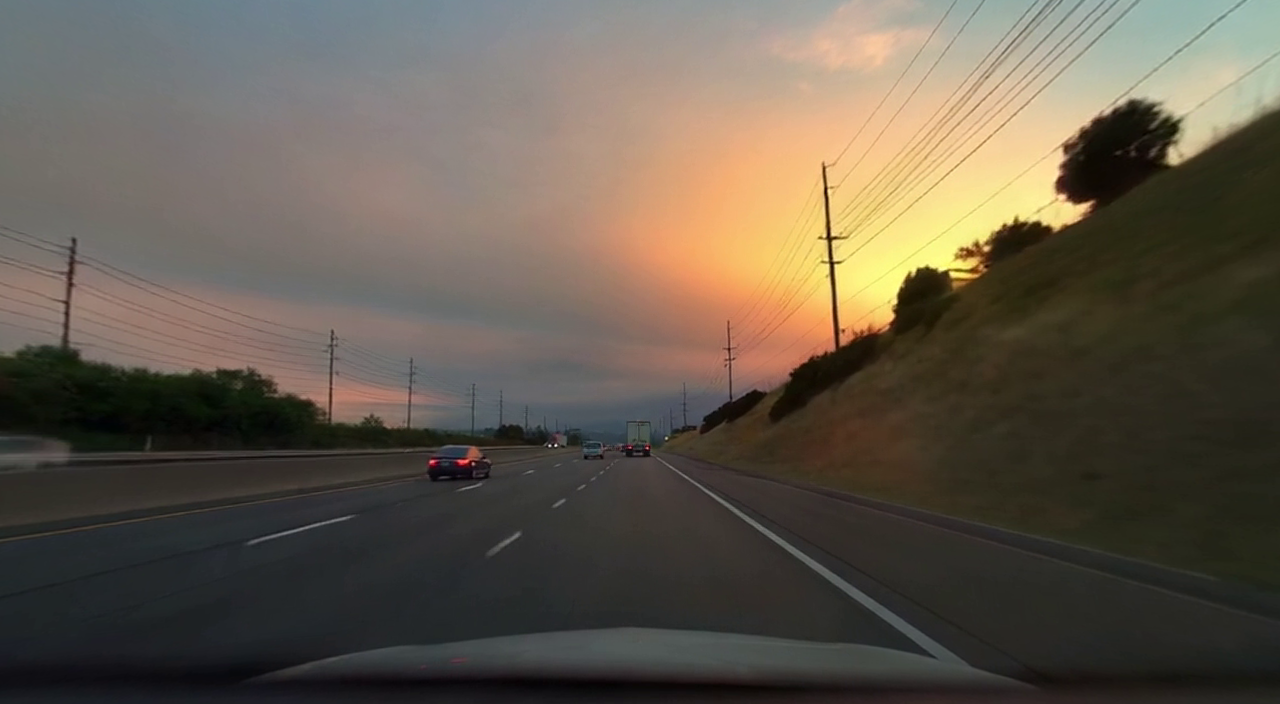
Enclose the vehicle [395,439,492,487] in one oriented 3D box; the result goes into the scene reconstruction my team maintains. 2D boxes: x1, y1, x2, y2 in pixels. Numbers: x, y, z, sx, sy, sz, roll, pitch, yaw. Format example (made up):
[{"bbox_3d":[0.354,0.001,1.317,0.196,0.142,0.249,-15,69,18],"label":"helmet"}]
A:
[{"bbox_3d":[-7.062,4.039,23.221,2.066,1.558,4.607,0,-9,0],"label":"vehicle"}]
